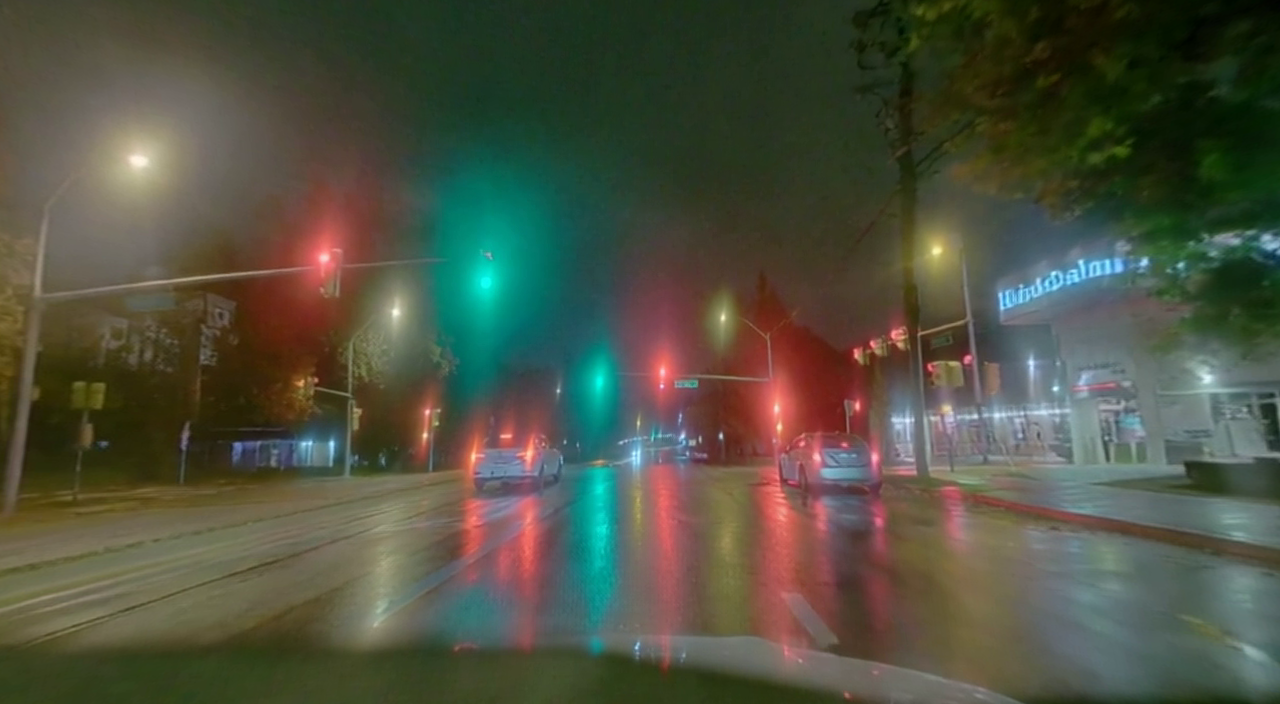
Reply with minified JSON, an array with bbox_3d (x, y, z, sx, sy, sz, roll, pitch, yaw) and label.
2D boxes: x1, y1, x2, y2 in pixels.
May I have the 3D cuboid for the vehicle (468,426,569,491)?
[{"bbox_3d":[-3.303,3.001,18.062,1.947,1.627,4.248,0,-8,1],"label":"vehicle"}]

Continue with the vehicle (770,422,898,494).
[{"bbox_3d":[5.010,2.806,17.010,2.039,1.655,4.495,0,-8,0],"label":"vehicle"}]
